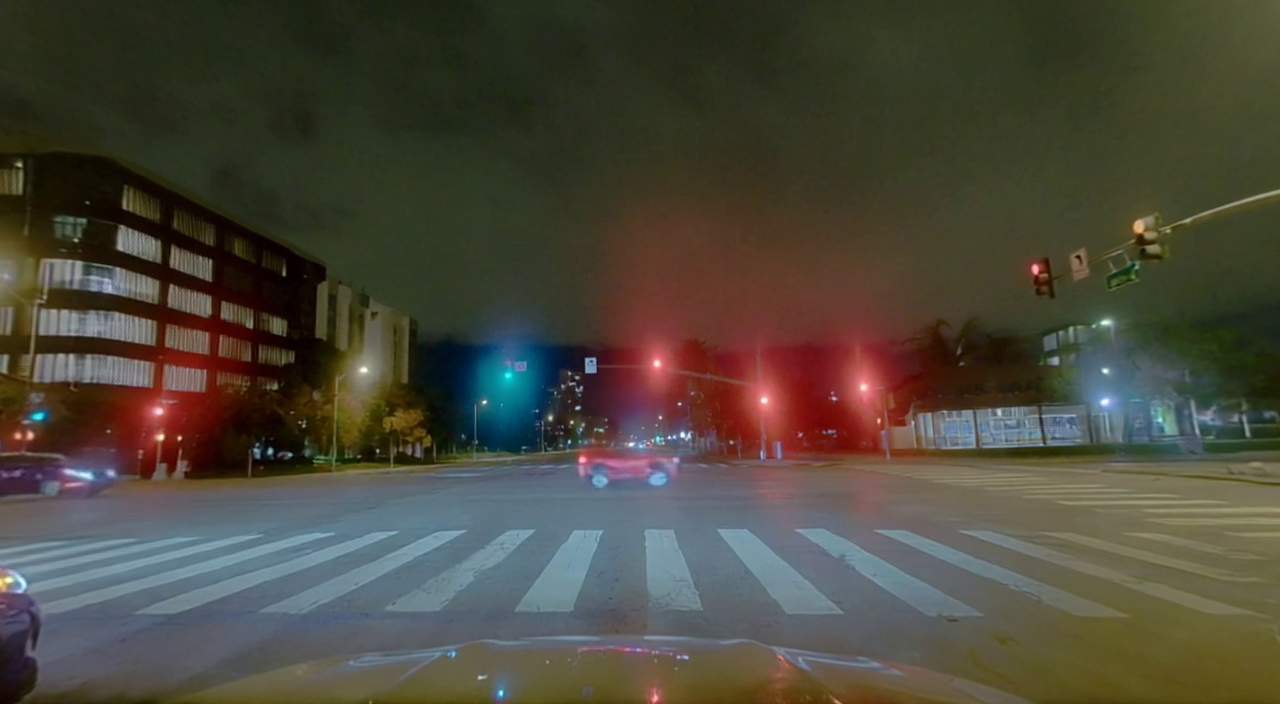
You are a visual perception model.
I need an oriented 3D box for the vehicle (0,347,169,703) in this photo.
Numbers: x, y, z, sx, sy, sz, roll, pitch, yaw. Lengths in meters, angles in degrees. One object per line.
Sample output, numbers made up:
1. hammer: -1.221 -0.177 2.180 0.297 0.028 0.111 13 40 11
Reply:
1. vehicle: -3.635 0.616 1.061 2.109 1.692 4.587 0 -8 0
